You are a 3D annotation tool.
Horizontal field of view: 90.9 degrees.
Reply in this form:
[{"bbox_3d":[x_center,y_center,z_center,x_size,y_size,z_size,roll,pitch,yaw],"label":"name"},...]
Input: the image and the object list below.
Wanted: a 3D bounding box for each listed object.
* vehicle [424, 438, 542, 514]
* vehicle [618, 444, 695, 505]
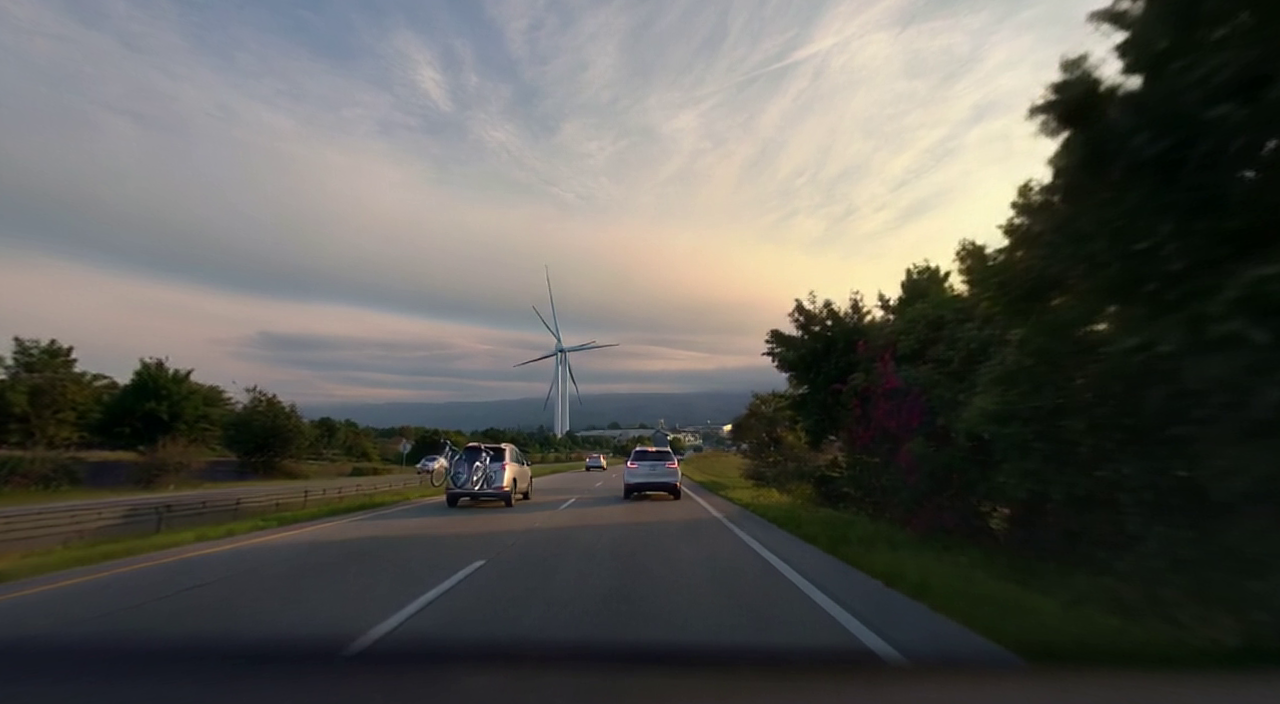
[{"bbox_3d":[-3.861,3.124,16.300,1.962,1.681,4.033,0,-9,1],"label":"vehicle"},{"bbox_3d":[0.407,3.606,18.951,2.063,1.582,3.955,0,-9,-1],"label":"vehicle"}]
